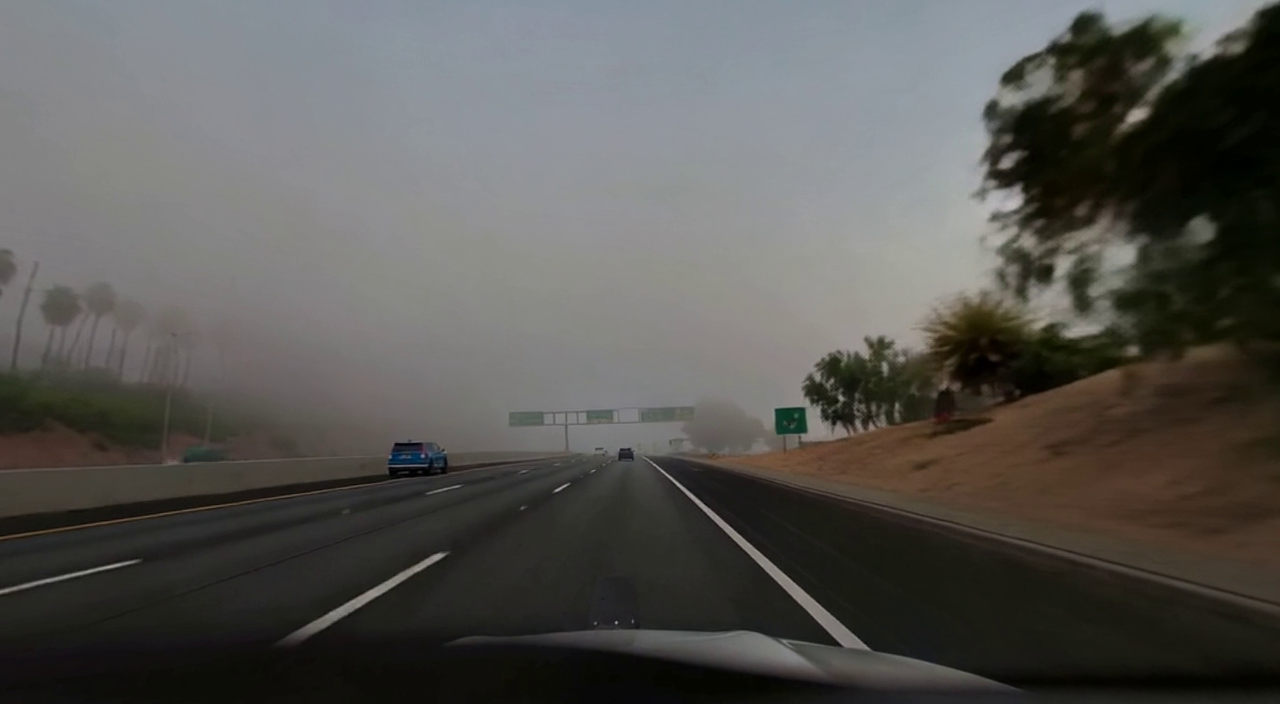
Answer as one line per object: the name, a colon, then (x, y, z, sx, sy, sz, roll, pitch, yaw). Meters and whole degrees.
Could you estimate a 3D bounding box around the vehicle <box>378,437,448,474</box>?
vehicle: (-11.829, 5.423, 33.271, 2.016, 1.754, 4.543, 0, -9, 0)
